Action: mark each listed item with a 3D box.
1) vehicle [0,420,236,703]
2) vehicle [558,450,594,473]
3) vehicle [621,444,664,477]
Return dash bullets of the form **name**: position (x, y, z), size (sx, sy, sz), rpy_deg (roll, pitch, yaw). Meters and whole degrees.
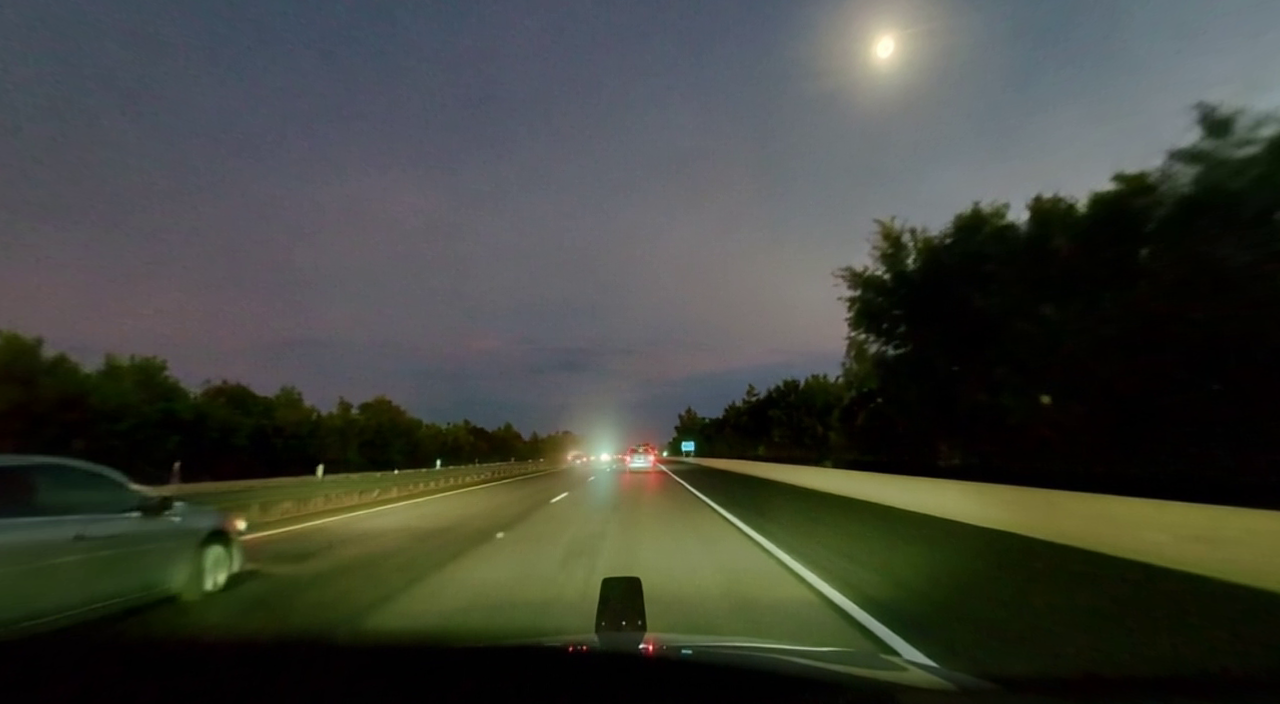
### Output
- **vehicle**: position (-4.165, 1.000, 2.629), size (1.998, 1.460, 4.422), rpy_deg (0, -9, 0)
- **vehicle**: position (-4.307, 7.415, 42.876), size (2.031, 1.482, 4.248), rpy_deg (0, -9, -1)
- **vehicle**: position (0.123, 5.930, 34.532), size (2.172, 1.687, 3.929), rpy_deg (0, -9, 0)
